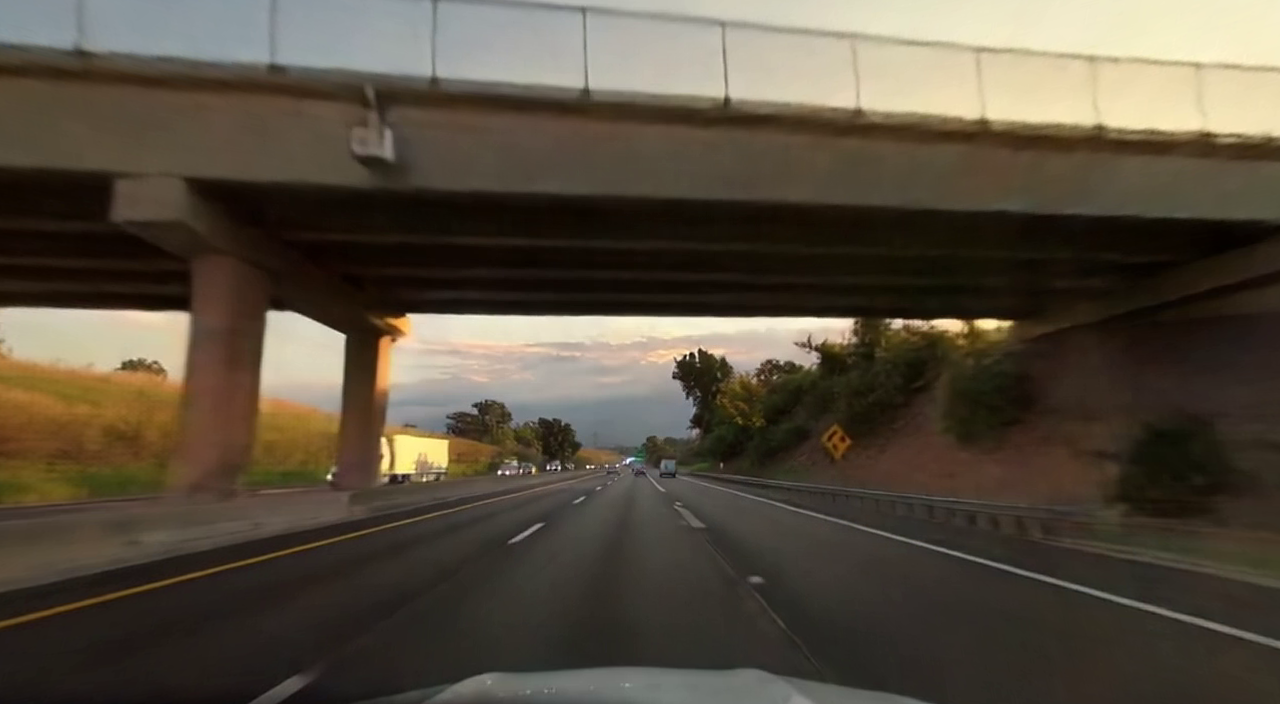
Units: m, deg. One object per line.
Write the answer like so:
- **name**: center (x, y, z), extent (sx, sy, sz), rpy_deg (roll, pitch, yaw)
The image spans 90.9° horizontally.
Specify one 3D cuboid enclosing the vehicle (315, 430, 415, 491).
- **vehicle**: center (-20.566, 8.307, 48.007), extent (2.936, 4.096, 9.901), rpy_deg (1, -10, 0)
